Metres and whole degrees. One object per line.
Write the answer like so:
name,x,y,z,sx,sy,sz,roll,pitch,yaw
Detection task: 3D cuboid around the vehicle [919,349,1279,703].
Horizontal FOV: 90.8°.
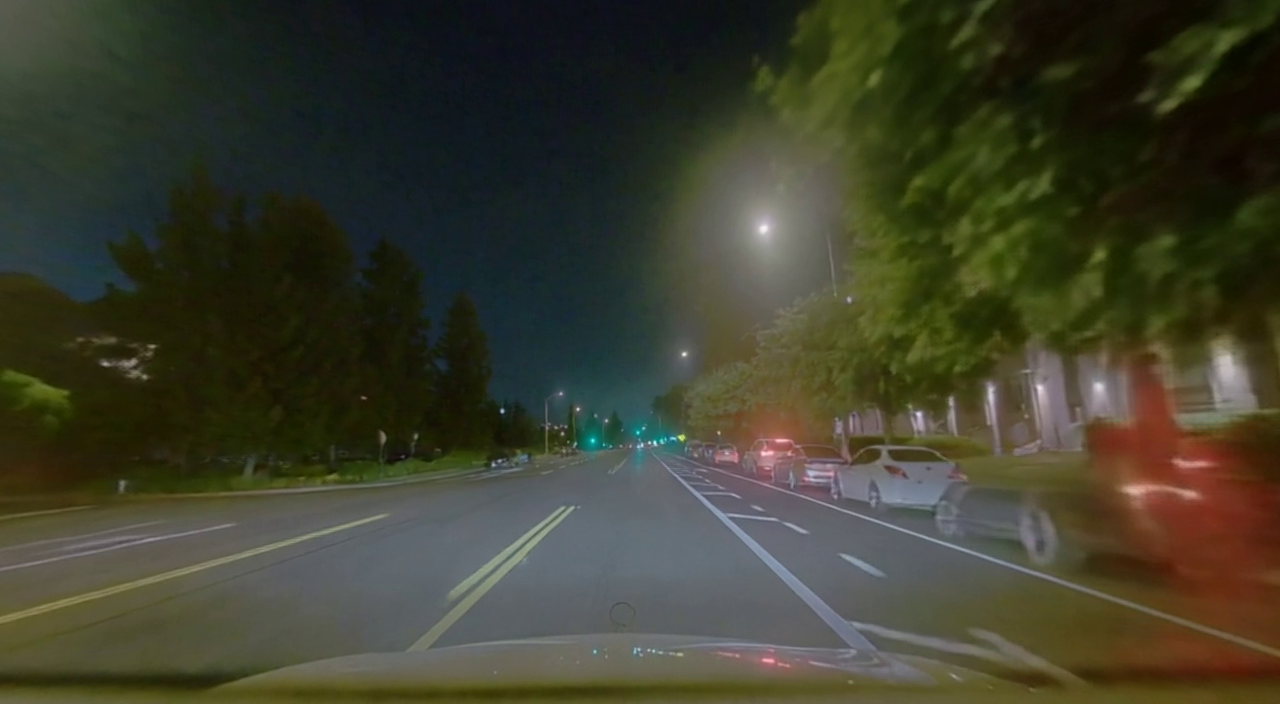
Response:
vehicle,4.210,1.108,4.648,2.272,1.744,4.324,0,-9,-1

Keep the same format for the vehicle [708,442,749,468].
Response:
vehicle,5.346,6.274,38.594,1.837,1.532,3.886,0,-9,-2

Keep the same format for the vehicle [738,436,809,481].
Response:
vehicle,5.385,4.336,26.047,1.990,1.694,4.179,0,-9,-1

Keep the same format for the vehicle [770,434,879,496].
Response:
vehicle,5.453,3.423,19.289,1.974,1.548,4.160,-3,-10,0
